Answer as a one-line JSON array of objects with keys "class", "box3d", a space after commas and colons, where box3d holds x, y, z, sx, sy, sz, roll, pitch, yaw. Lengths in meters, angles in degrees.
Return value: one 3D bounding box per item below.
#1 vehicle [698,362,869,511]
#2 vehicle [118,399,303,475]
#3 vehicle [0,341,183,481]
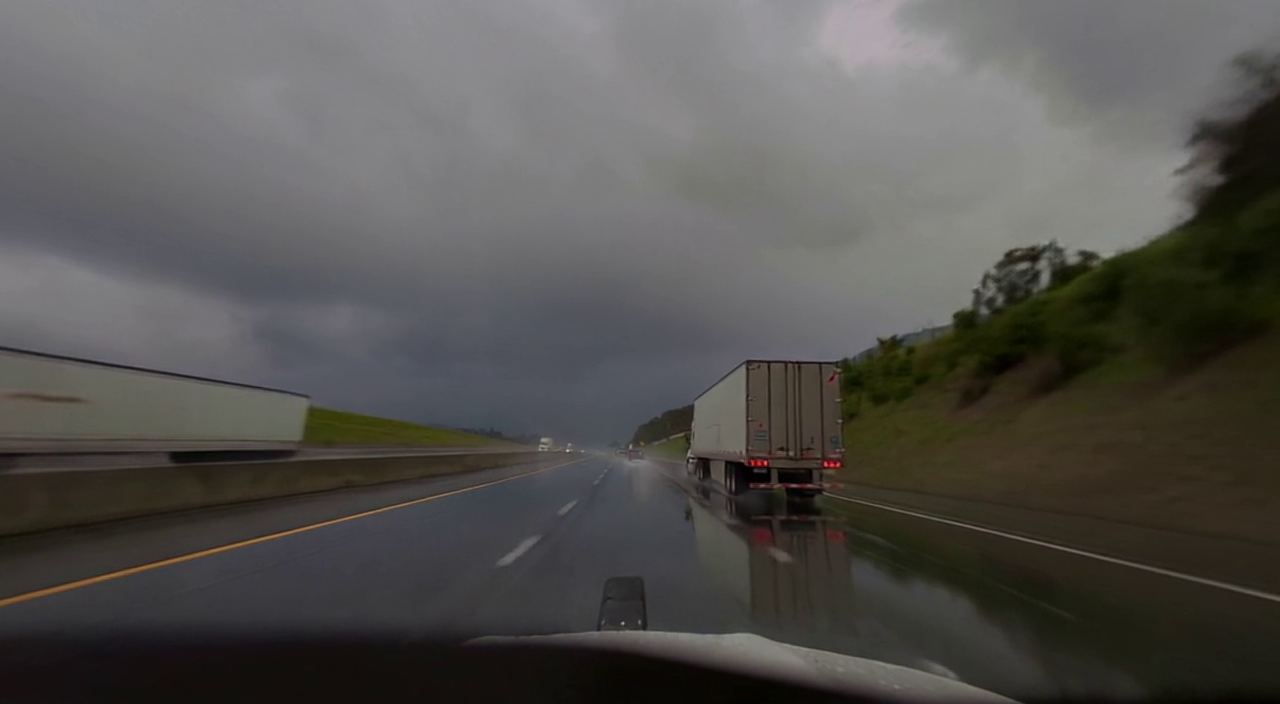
[{"class": "vehicle", "box3d": [3.991, 2.939, 21.139, 2.876, 3.586, 11.726, 0, -9, 0]}, {"class": "vehicle", "box3d": [-19.373, 4.037, 29.364, 2.867, 3.043, 8.226, 0, -9, -1]}, {"class": "vehicle", "box3d": [-19.210, 1.906, 19.158, 2.902, 3.820, 10.263, 0, -9, 0]}]
